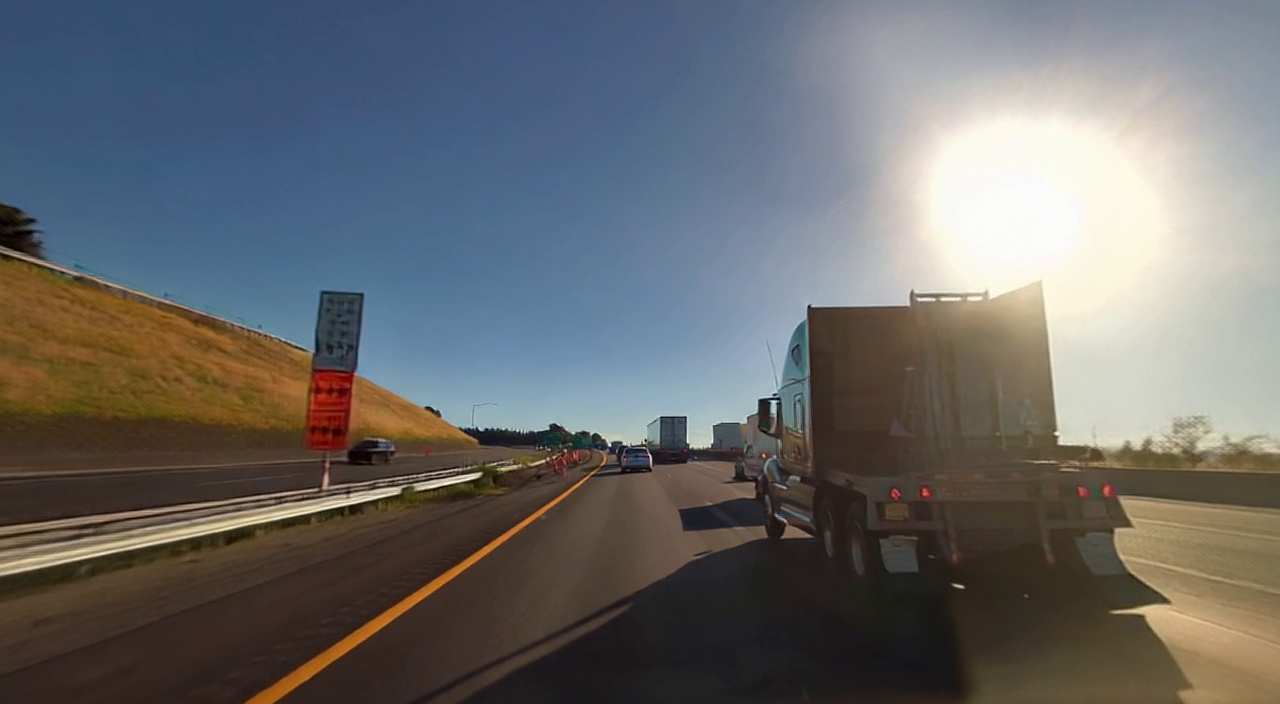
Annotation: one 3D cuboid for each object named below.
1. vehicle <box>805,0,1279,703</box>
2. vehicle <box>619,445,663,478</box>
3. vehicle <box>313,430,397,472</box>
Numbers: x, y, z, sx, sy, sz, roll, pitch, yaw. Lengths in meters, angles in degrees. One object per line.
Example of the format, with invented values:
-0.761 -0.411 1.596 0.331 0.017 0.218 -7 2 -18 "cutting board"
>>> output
3.633 -0.393 1.509 2.874 4.065 14.243 0 -9 1 "vehicle"
0.021 5.078 29.502 1.927 1.437 3.794 0 -9 -1 "vehicle"
-13.133 4.613 29.390 2.012 1.783 4.216 0 -9 -1 "vehicle"
